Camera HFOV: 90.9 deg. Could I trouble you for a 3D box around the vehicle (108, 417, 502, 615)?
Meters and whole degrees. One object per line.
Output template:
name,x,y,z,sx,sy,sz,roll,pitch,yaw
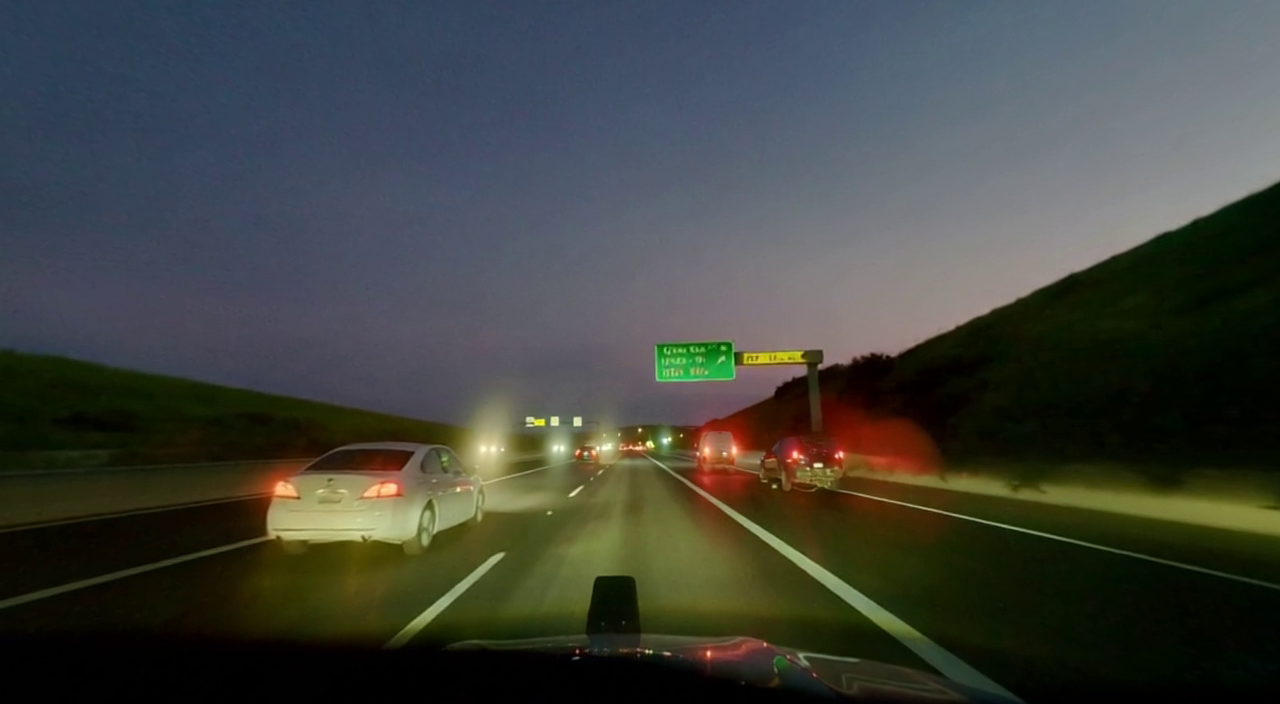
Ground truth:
vehicle,-3.122,1.641,7.320,1.939,1.513,4.773,0,-9,0

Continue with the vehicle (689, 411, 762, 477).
vehicle,3.718,4.191,28.606,2.361,2.636,5.684,0,-9,-1
